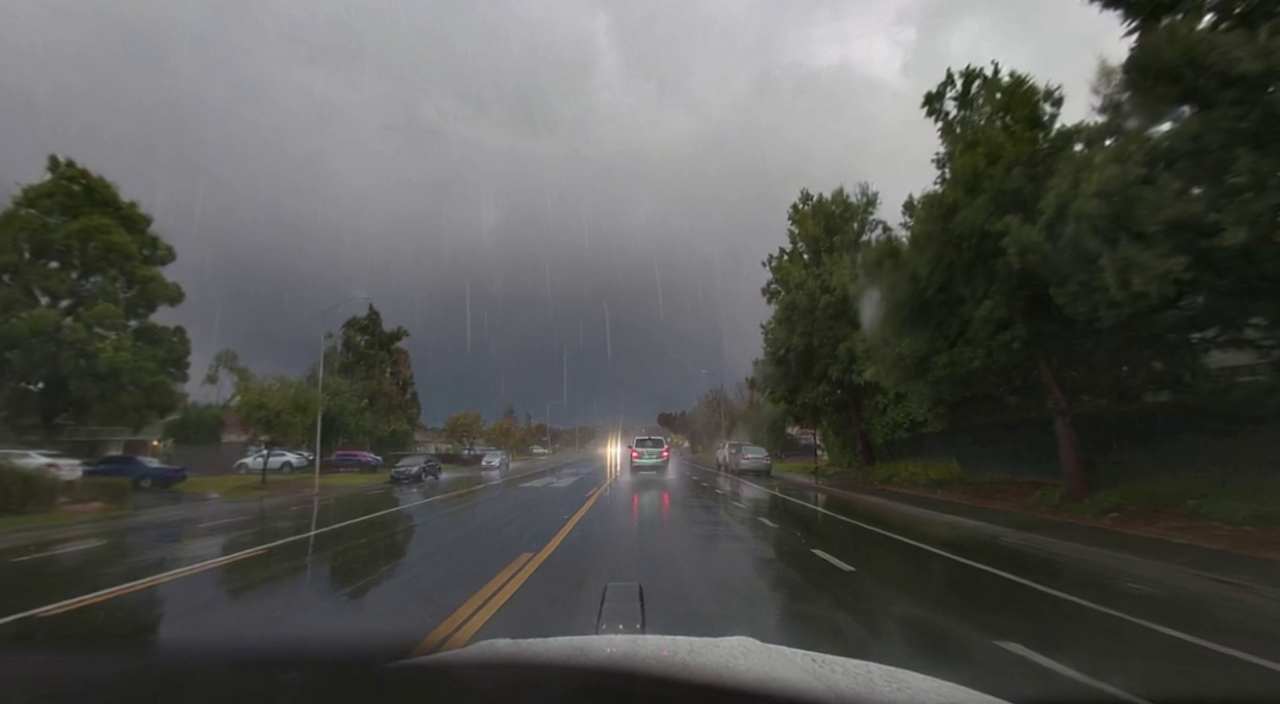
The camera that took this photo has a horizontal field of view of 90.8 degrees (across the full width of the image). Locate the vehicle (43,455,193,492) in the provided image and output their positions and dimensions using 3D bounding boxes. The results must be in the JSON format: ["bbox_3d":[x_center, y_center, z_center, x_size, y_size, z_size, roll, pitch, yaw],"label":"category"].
[{"bbox_3d":[-22.098,5.156,26.866,4.644,1.459,1.997,0,-8,2],"label":"vehicle"}]

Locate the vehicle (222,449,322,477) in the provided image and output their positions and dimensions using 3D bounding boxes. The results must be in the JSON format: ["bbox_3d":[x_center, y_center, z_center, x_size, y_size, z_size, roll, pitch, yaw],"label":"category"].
[{"bbox_3d":[-24.507,7.394,42.217,5.278,1.780,2.246,0,-8,0],"label":"vehicle"}]

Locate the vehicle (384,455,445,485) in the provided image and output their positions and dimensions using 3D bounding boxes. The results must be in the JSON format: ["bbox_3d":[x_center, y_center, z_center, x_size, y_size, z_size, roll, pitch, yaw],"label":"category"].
[{"bbox_3d":[-12.098,6.337,34.170,1.920,1.476,3.826,0,-8,-1],"label":"vehicle"}]

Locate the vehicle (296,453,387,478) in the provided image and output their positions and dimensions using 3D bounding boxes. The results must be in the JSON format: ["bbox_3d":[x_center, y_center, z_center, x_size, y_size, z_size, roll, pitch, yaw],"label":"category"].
[{"bbox_3d":[-18.899,7.193,40.136,4.801,1.478,1.883,0,-9,-2],"label":"vehicle"}]

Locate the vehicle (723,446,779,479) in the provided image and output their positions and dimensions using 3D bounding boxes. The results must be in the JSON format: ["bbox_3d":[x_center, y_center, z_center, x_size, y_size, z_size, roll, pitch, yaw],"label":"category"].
[{"bbox_3d":[5.236,5.246,30.308,1.902,1.472,4.139,0,-8,-1],"label":"vehicle"}]

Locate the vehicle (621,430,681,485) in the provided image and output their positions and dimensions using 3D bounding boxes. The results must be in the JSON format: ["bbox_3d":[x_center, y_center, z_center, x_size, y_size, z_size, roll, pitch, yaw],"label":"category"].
[{"bbox_3d":[0.402,4.160,25.245,2.153,1.942,4.767,0,-8,0],"label":"vehicle"}]

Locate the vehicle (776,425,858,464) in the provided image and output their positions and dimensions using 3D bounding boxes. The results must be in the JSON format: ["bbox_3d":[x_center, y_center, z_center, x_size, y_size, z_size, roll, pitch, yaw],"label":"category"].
[{"bbox_3d":[12.157,6.367,43.612,4.855,2.572,2.358,-1,-8,-1],"label":"vehicle"}]
